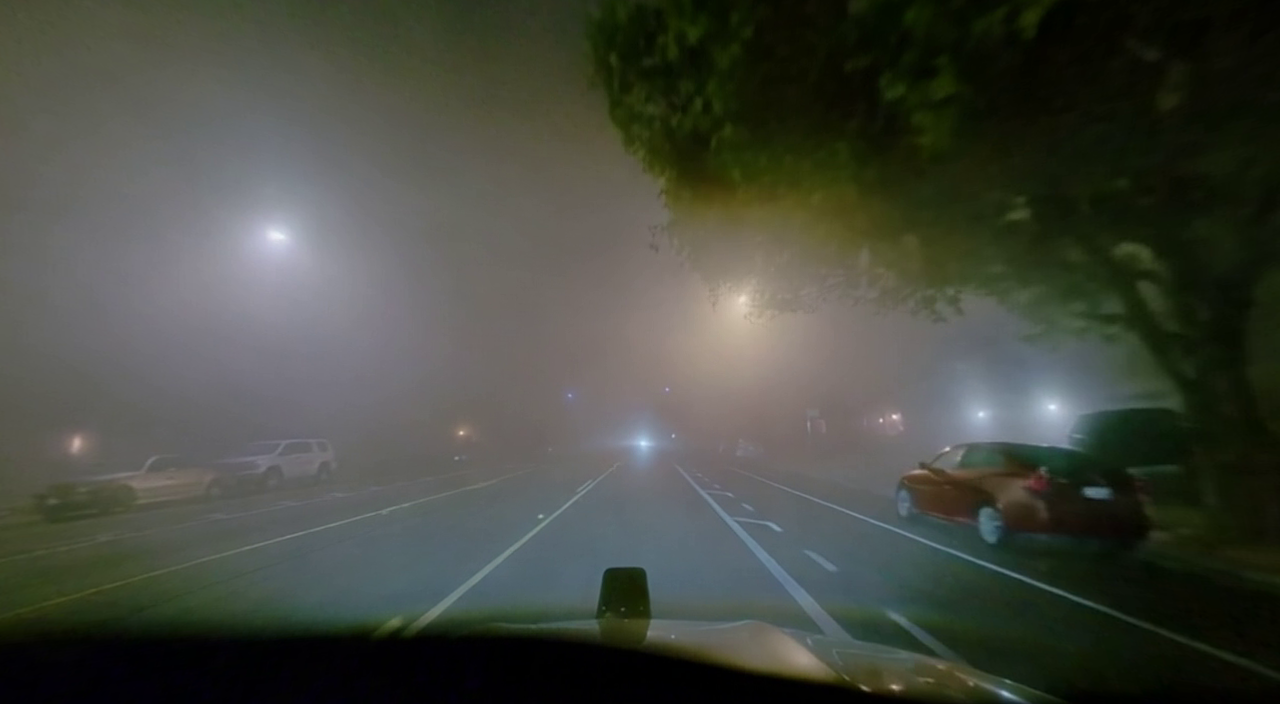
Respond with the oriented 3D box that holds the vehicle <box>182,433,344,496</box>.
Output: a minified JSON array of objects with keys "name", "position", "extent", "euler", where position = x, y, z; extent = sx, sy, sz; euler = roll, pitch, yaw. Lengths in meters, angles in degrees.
[{"name":"vehicle","position":[-11.967,3.587,20.524],"extent":[2.228,1.766,4.770],"euler":[0,-8,1]}]

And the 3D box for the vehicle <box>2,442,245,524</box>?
[{"name":"vehicle","position":[-12.008,3.006,15.215],"extent":[1.940,1.496,4.654],"euler":[-2,-7,0]}]

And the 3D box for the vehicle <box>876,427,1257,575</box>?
[{"name":"vehicle","position":[5.079,1.834,8.452],"extent":[2.059,1.449,4.168],"euler":[0,-9,-2]}]

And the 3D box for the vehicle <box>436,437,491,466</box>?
[{"name":"vehicle","position":[-11.469,6.482,41.203],"extent":[2.054,1.704,4.710],"euler":[-3,-8,2]}]

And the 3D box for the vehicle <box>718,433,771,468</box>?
[{"name":"vehicle","position":[5.253,5.005,32.316],"extent":[1.885,1.603,5.235],"euler":[0,-8,1]}]
